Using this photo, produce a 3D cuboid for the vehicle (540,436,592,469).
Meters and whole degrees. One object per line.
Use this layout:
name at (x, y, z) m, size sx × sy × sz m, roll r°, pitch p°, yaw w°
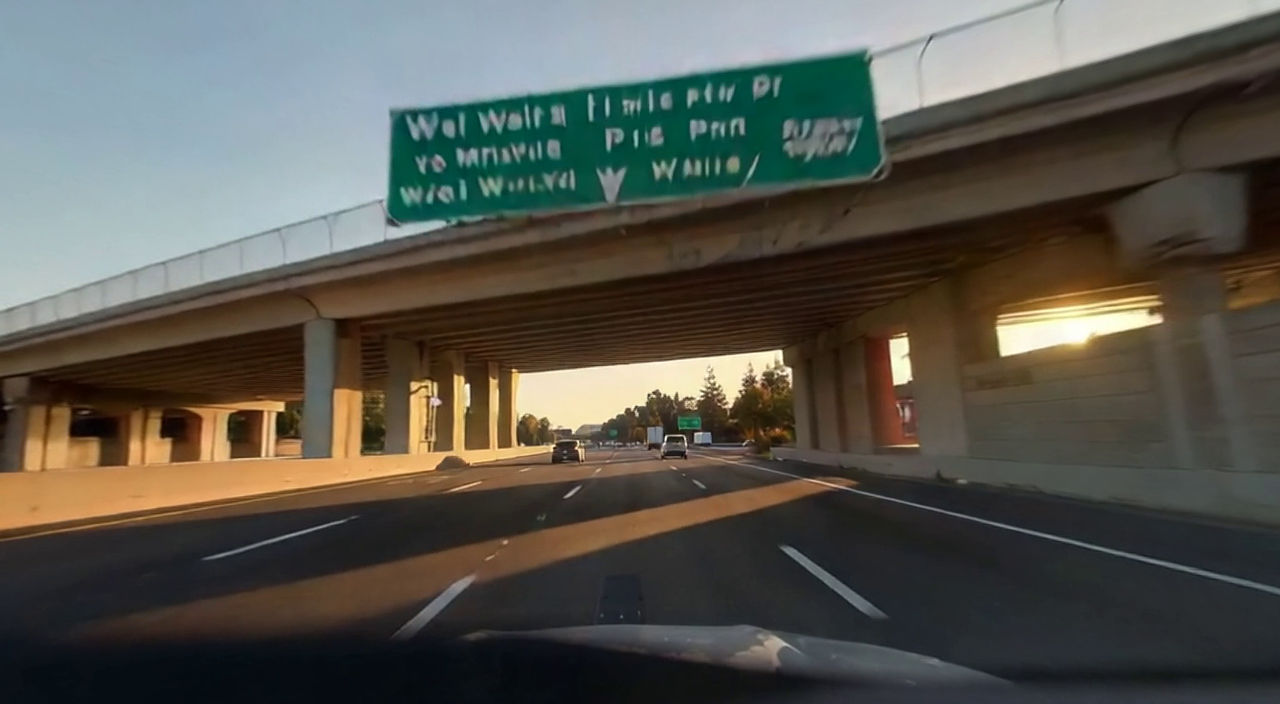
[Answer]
vehicle at (-3.571, 4.949, 31.275) m, size 2.066 × 1.500 × 4.415 m, roll 0°, pitch -8°, yaw 0°
